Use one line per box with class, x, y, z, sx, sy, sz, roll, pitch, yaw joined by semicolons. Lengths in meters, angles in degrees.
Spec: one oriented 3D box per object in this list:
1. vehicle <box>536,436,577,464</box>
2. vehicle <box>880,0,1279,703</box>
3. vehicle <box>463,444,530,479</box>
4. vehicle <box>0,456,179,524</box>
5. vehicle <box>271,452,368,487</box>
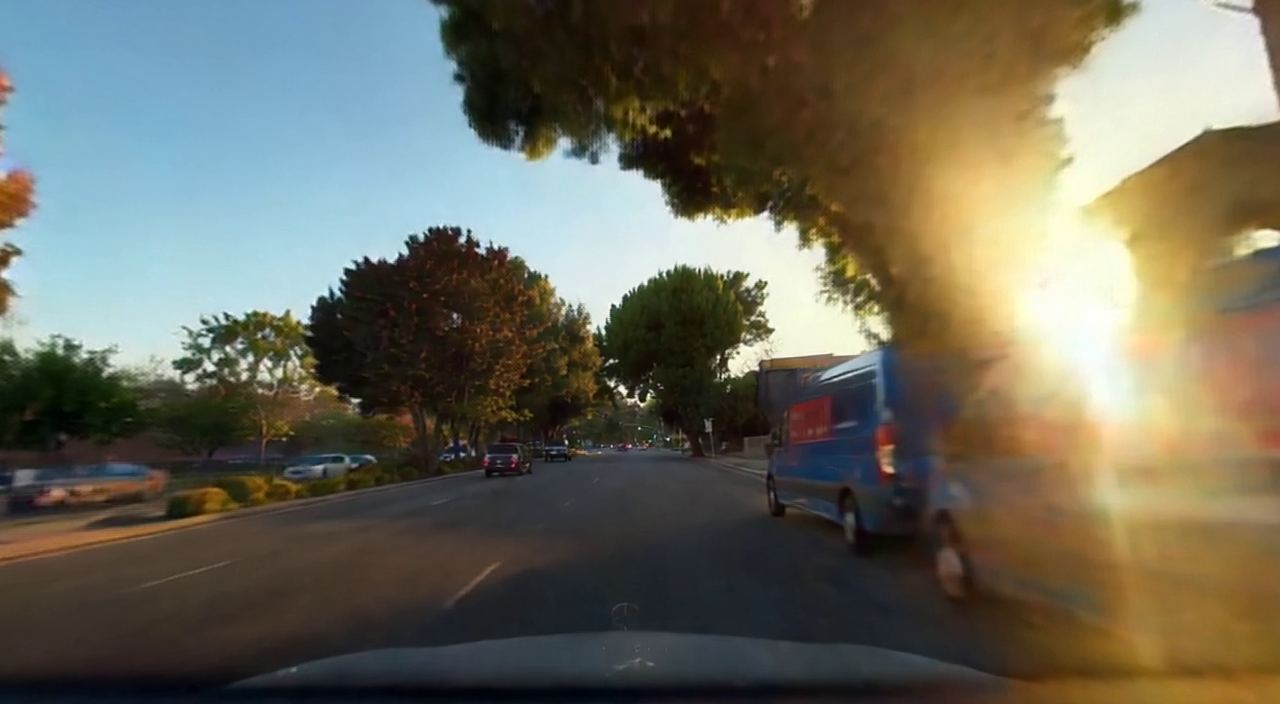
vehicle;-6.336;7.554;48.752;2.332;2.039;5.678;0;-9;1
vehicle;3.590;0.386;3.250;2.791;3.026;4.668;0;-9;0
vehicle;-6.514;4.999;29.200;1.970;1.456;4.441;0;-9;1
vehicle;-14.878;3.536;16.742;1.842;1.472;4.639;0;-9;-1
vehicle;-14.745;5.404;29.421;2.031;1.466;4.592;0;-9;1
